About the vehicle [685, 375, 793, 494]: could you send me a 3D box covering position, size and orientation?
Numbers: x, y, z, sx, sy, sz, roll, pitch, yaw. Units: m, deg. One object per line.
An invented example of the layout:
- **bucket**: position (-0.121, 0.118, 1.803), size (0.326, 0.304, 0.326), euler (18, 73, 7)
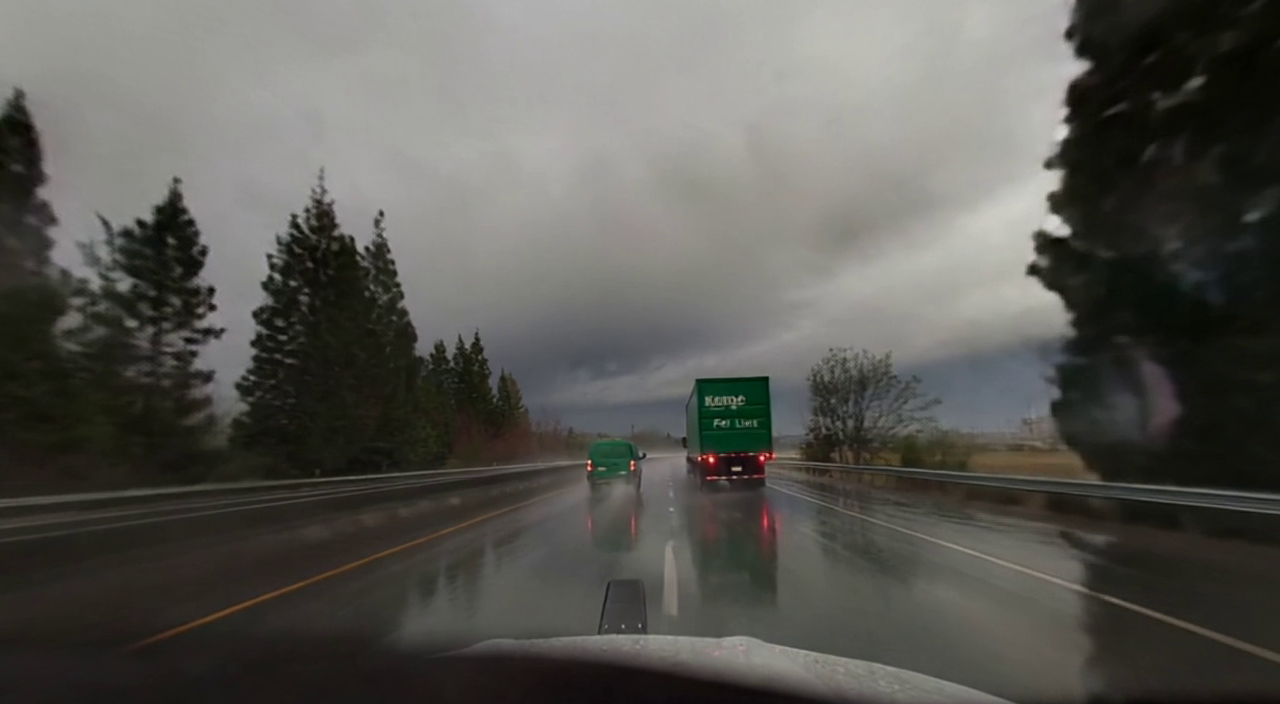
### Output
- **vehicle**: position (3.767, 3.749, 27.613), size (3.030, 3.985, 12.707), euler (0, -9, 2)

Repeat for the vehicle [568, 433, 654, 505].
- **vehicle**: position (-0.710, 3.385, 18.581), size (2.105, 1.865, 4.102), euler (-1, -9, 3)
